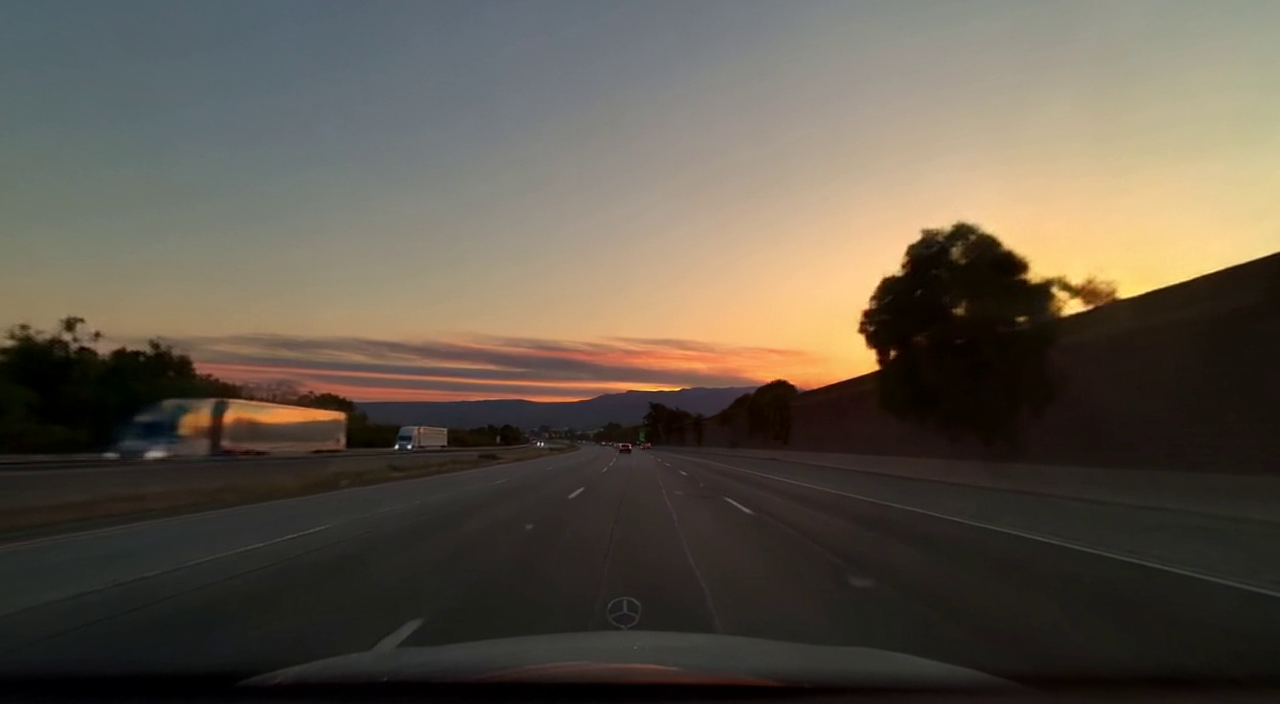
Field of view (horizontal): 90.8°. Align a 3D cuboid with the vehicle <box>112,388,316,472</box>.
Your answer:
[{"bbox_3d":[-23.066,4.609,35.715,2.979,3.898,12.555,0,-9,-1],"label":"vehicle"}]
